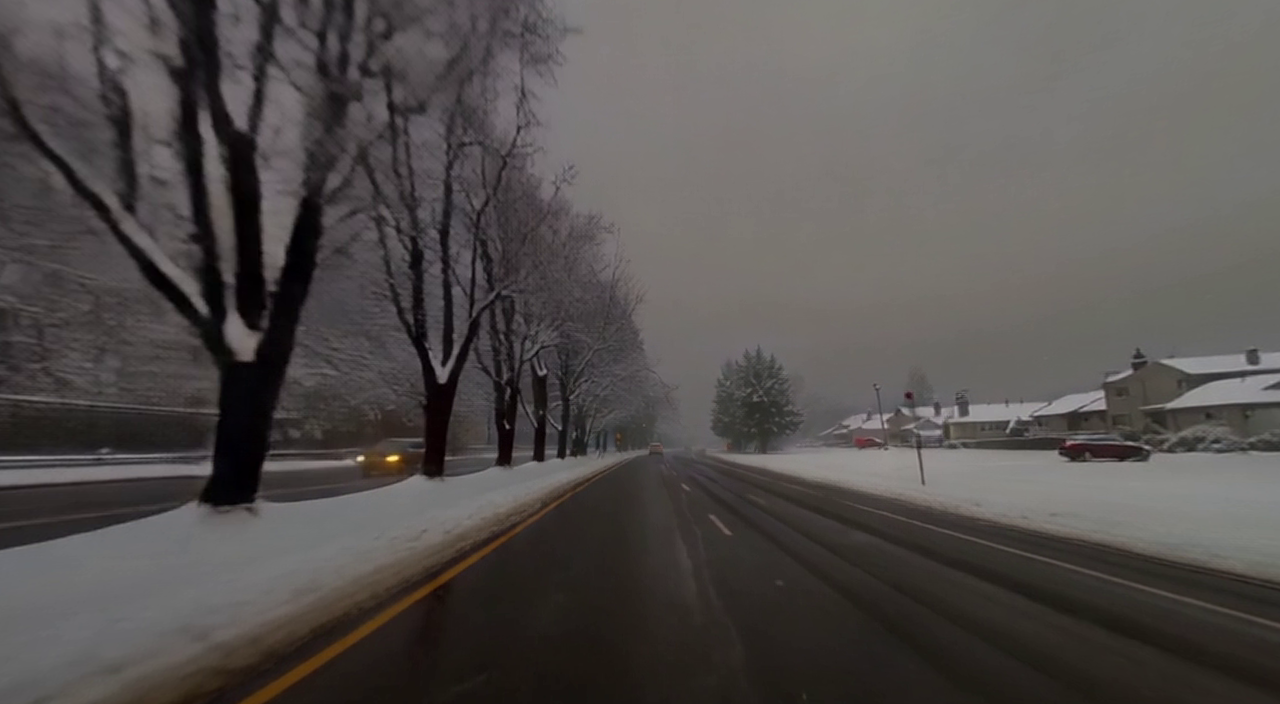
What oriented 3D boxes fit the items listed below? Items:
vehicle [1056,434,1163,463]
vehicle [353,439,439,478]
[{"bbox_3d":[26.584,5.448,35.859,4.580,1.598,2.010,1,-8,-5],"label":"vehicle"},{"bbox_3d":[-12.217,5.356,32.072,2.134,1.782,4.916,-1,-8,4],"label":"vehicle"}]
